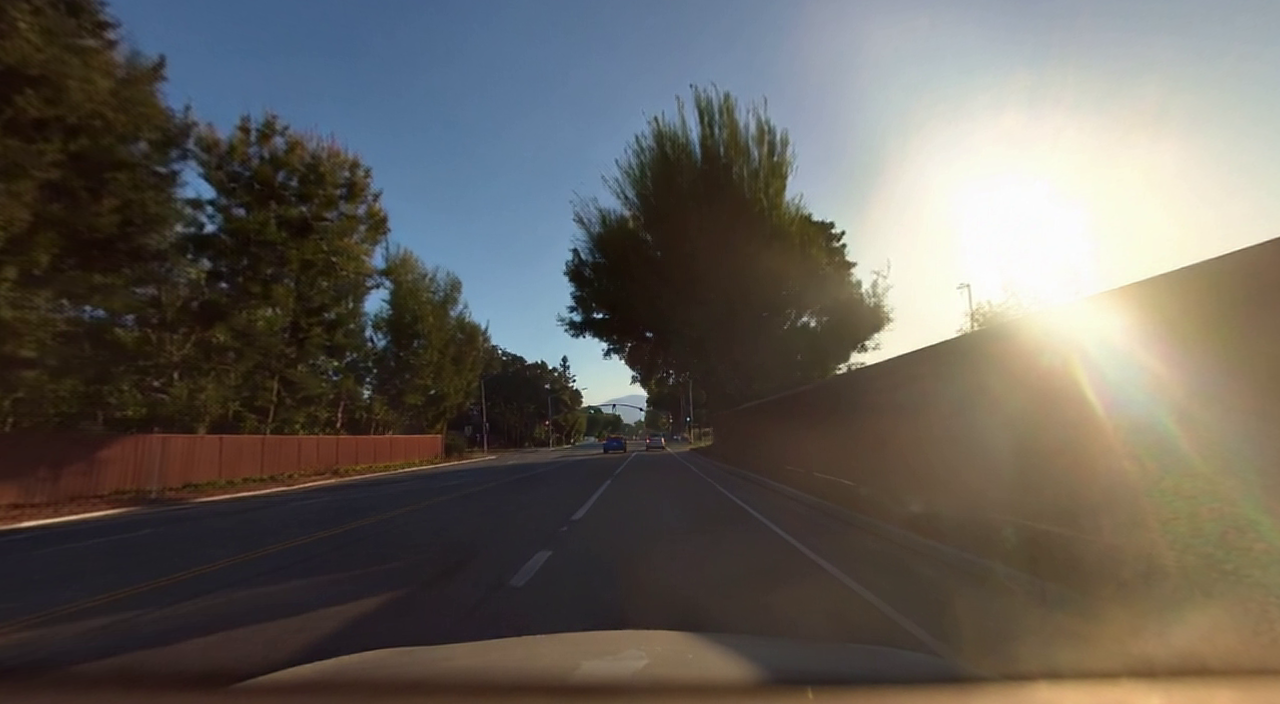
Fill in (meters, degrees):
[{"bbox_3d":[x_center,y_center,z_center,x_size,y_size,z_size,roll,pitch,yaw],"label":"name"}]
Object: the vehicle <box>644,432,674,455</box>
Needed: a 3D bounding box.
[{"bbox_3d":[1.386,6.940,47.698,2.127,1.665,3.993,0,-8,0],"label":"vehicle"}]
